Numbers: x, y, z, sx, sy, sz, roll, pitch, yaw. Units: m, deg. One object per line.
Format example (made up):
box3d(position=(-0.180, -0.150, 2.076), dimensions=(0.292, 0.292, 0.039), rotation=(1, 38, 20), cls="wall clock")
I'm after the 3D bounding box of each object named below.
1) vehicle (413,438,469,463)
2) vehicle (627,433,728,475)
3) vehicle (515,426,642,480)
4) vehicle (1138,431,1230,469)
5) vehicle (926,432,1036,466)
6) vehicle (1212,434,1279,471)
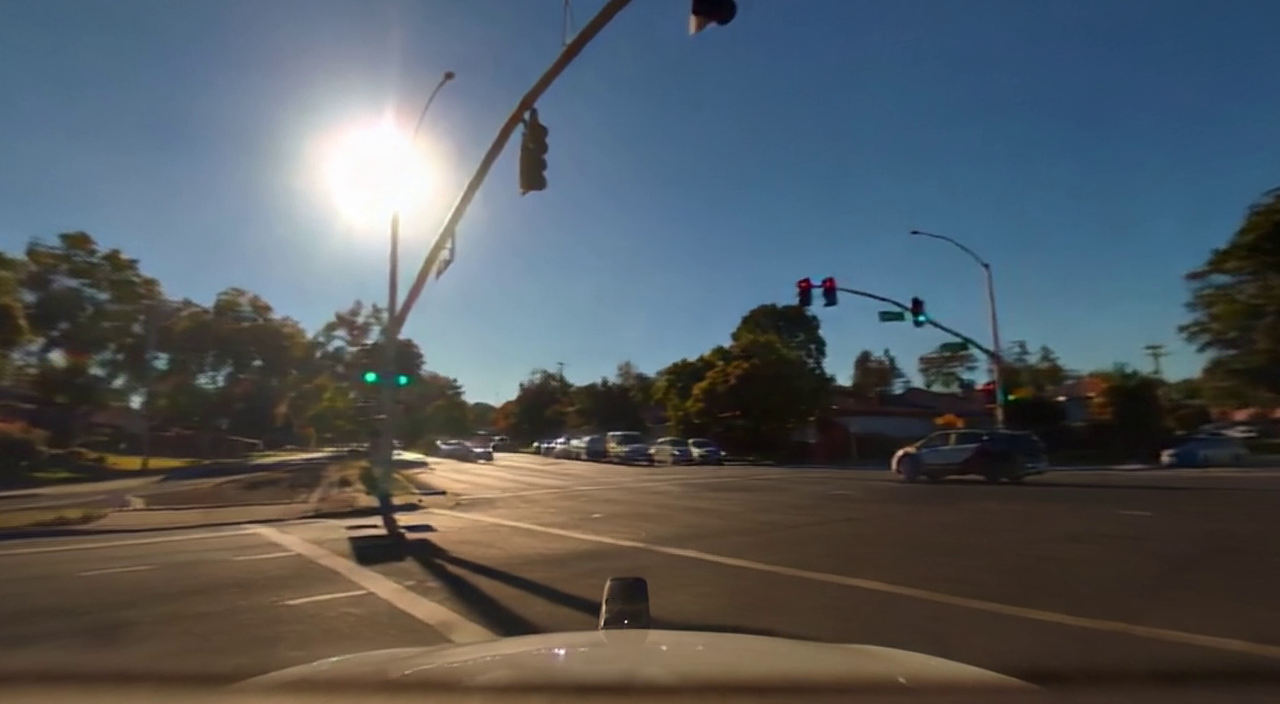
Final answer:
box3d(position=(-14.498, 7.124, 45.749), dimensions=(2.159, 1.734, 4.462), rotation=(8, -12, -40), cls="vehicle")
box3d(position=(1.687, 4.868, 30.151), dimensions=(2.129, 1.801, 4.911), rotation=(7, -11, -36), cls="vehicle")
box3d(position=(-2.652, 4.078, 25.628), dimensions=(2.226, 1.897, 5.874), rotation=(7, -11, -38), cls="vehicle")
box3d(position=(28.552, 5.124, 33.038), dimensions=(4.804, 1.838, 2.248), rotation=(6, -10, -33), cls="vehicle")
box3d(position=(22.274, 6.380, 41.324), dimensions=(5.840, 2.087, 2.737), rotation=(2, -9, -11), cls="vehicle")
box3d(position=(27.809, 4.526, 28.292), dimensions=(4.356, 1.519, 2.039), rotation=(6, -11, -34), cls="vehicle")
